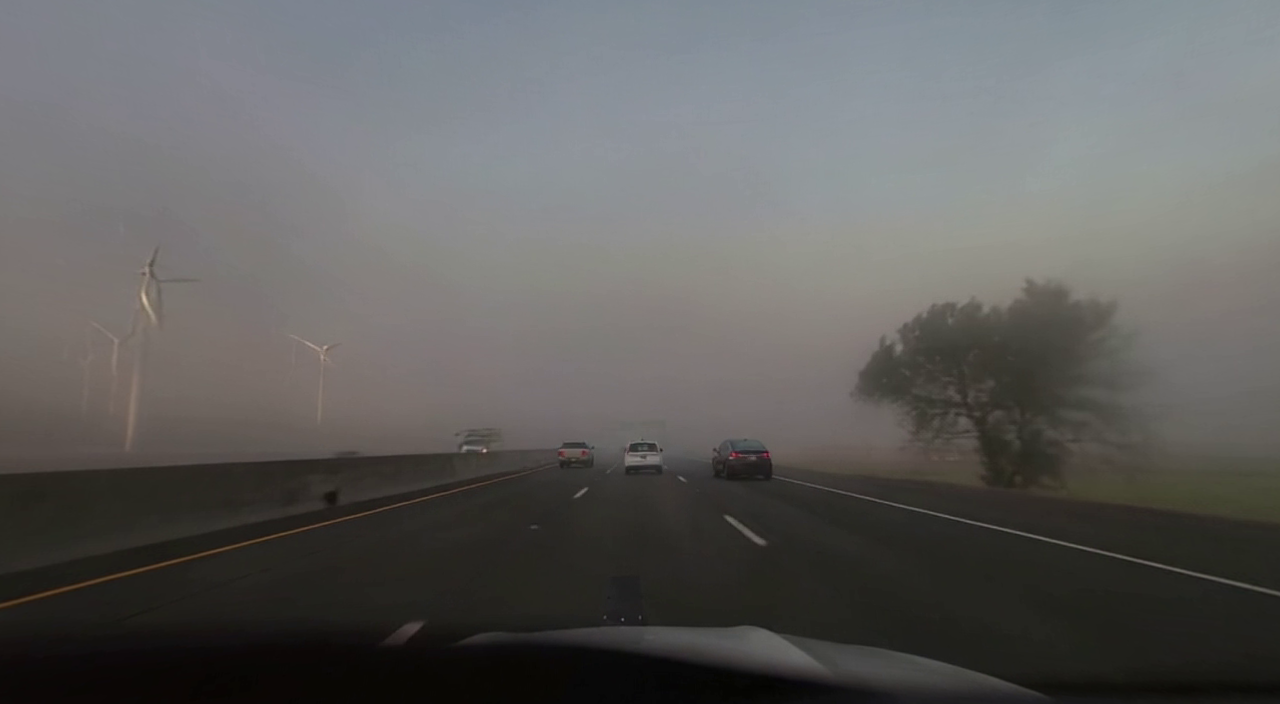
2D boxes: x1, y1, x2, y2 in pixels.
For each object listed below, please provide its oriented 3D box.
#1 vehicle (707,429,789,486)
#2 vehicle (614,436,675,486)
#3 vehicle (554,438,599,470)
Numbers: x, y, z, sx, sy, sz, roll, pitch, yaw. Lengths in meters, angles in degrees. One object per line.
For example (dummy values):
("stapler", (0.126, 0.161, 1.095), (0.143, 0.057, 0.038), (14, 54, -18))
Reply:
("vehicle", (3.824, 3.863, 23.309), (2.104, 1.861, 4.956), (0, -9, -1))
("vehicle", (0.146, 4.002, 23.303), (2.083, 1.653, 3.787), (0, -9, 0))
("vehicle", (-3.757, 6.188, 38.225), (2.131, 1.784, 4.635), (0, -9, 1))
